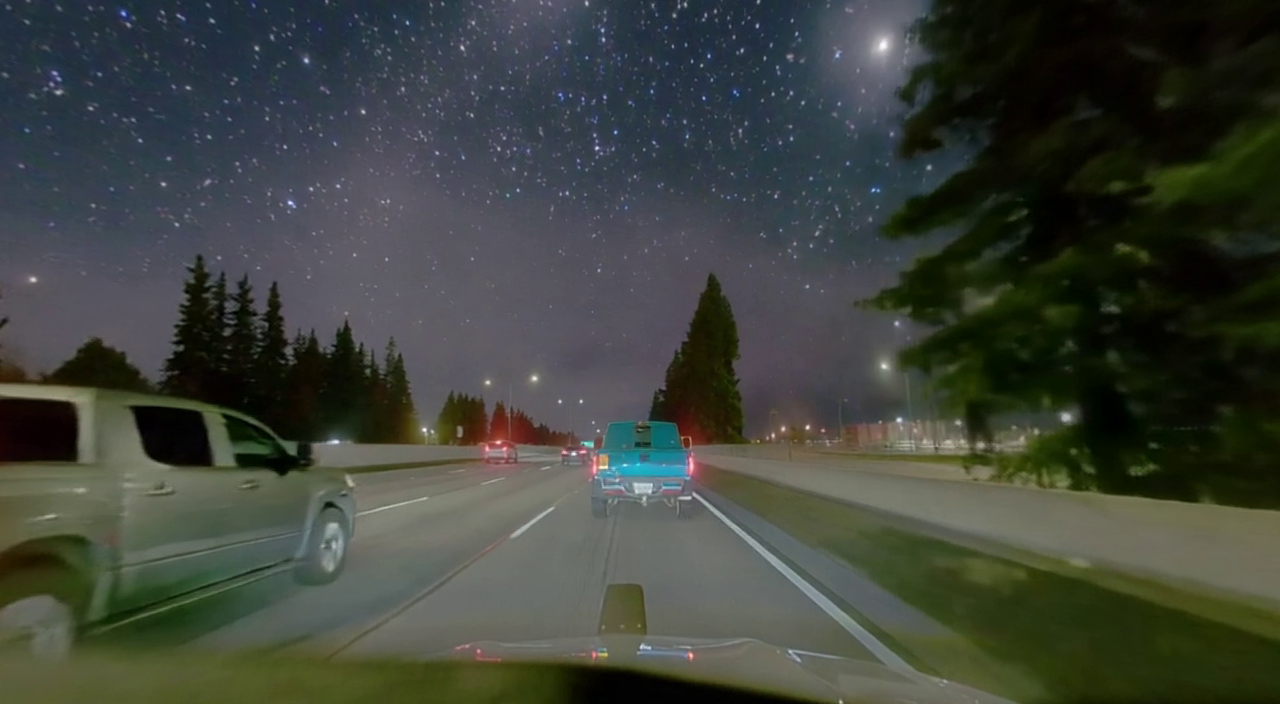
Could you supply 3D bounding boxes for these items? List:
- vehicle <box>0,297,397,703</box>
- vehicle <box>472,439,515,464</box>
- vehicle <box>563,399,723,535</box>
[{"bbox_3d":[-4.091,0.970,4.348,2.486,1.962,5.525,0,-8,2],"label":"vehicle"},{"bbox_3d":[-10.724,7.325,46.537,2.009,1.771,4.540,0,-8,1],"label":"vehicle"},{"bbox_3d":[0.020,2.076,11.896,2.395,2.013,4.734,0,-8,-1],"label":"vehicle"}]
